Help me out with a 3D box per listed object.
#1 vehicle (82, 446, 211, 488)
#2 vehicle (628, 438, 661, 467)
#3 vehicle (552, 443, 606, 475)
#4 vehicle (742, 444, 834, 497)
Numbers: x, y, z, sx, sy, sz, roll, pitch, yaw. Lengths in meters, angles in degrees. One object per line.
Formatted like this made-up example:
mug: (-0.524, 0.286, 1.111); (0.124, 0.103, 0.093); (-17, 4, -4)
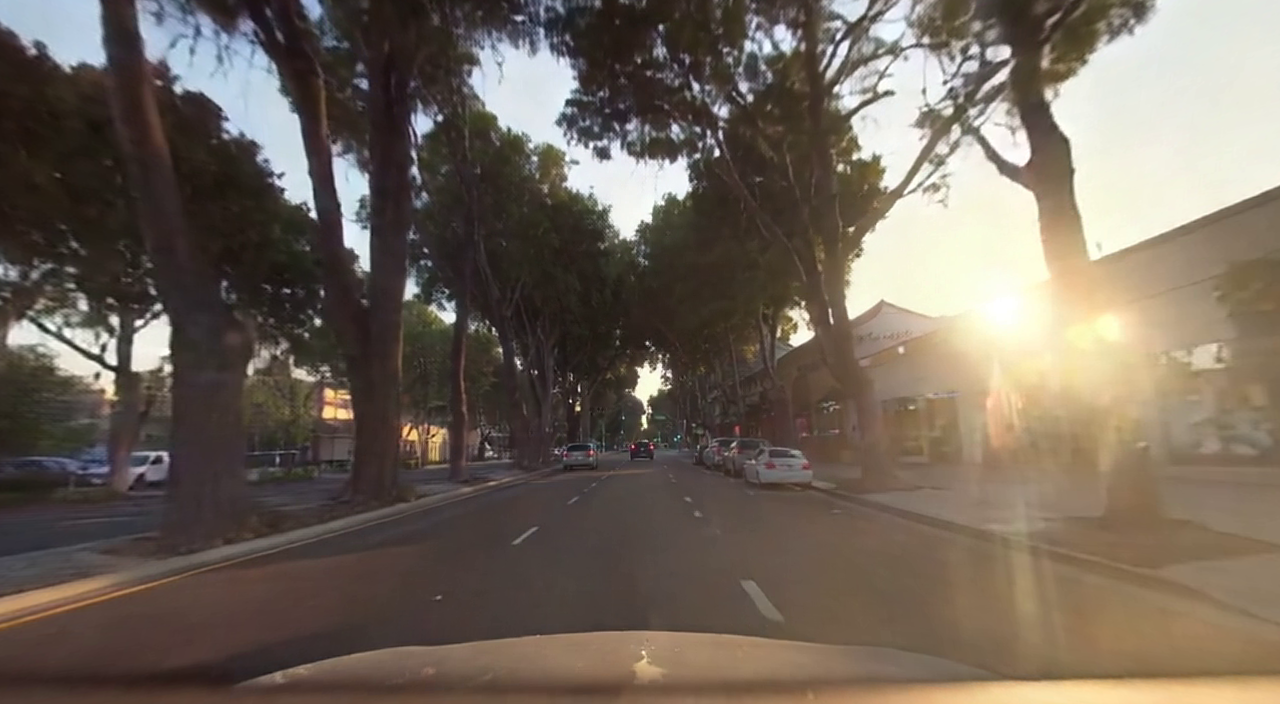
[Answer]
vehicle: (-27.031, 6.276, 34.900); (2.231, 2.124, 5.680); (-1, -9, 4)
vehicle: (0.317, 6.585, 41.345); (2.075, 1.770, 4.018); (0, -9, 1)
vehicle: (-2.977, 5.318, 31.628); (2.151, 1.484, 4.468); (0, -9, 2)
vehicle: (4.513, 3.663, 19.916); (1.896, 1.451, 4.329); (0, -9, 1)
